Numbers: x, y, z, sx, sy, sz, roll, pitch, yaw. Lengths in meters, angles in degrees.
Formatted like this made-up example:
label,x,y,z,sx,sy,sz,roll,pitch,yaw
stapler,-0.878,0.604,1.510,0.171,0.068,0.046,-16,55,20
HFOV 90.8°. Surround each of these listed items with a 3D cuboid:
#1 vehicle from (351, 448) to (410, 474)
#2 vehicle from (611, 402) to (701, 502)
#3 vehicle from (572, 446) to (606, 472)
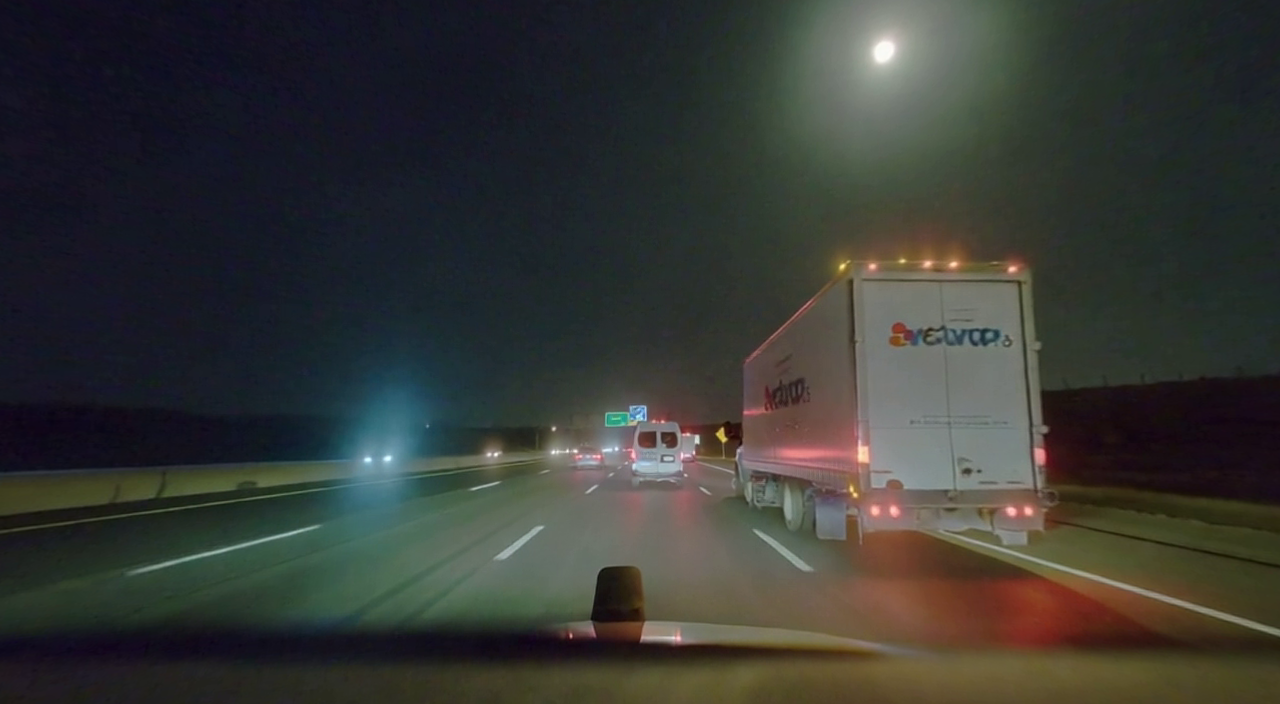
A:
label,x,y,z,sx,sy,sz,roll,pitch,yaw
vehicle,-16.065,6.736,39.284,1.922,1.484,4.118,0,-9,0
vehicle,0.333,3.001,19.103,2.332,2.558,5.314,0,-9,-2
vehicle,-3.175,6.699,39.679,1.788,1.500,3.475,0,-9,0
